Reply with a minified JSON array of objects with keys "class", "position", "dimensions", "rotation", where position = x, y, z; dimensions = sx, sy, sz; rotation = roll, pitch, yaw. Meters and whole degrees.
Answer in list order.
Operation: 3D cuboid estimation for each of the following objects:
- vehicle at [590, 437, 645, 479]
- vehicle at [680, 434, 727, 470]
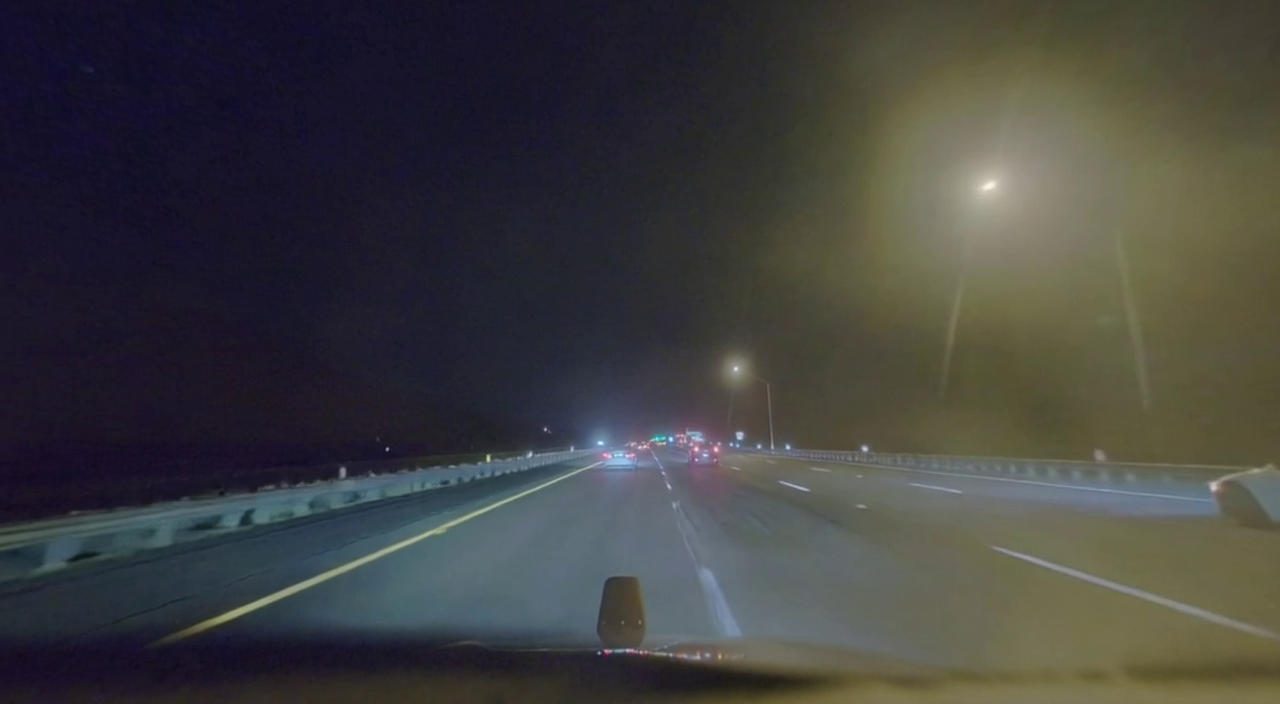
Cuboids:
[{"class":"vehicle","position":[-0.830,4.326,25.908],"dimensions":[2.050,1.546,4.344],"rotation":[0,-8,1]},{"class":"vehicle","position":[3.248,5.230,32.986],"dimensions":[2.063,1.698,4.355],"rotation":[0,-8,0]}]
